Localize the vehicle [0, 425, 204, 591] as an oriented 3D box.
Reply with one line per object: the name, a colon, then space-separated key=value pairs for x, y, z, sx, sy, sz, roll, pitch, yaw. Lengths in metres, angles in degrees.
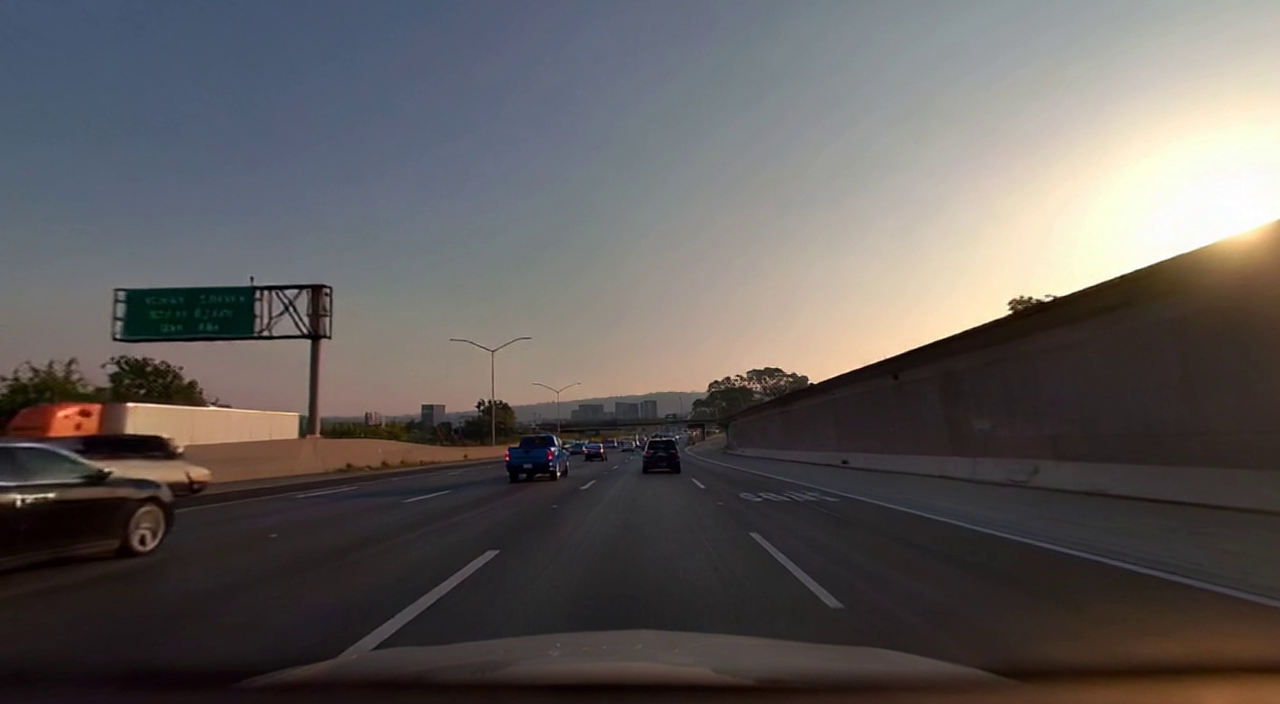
vehicle: x=-7.247 y=1.538 z=6.230 sx=1.978 sy=1.597 sz=5.358 roll=0 pitch=-8 yaw=1

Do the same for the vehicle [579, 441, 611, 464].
vehicle: x=-3.301 y=7.480 z=47.096 sx=1.961 sy=1.591 sz=4.756 roll=0 pitch=-8 yaw=1

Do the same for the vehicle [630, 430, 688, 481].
vehicle: x=0.740 y=4.085 z=25.151 sx=2.083 sy=1.792 sz=4.782 roll=0 pitch=-8 yaw=1

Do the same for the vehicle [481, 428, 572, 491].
vehicle: x=-3.598 y=3.528 z=21.030 sx=1.954 sy=1.792 sz=5.187 roll=0 pitch=-9 yaw=1
